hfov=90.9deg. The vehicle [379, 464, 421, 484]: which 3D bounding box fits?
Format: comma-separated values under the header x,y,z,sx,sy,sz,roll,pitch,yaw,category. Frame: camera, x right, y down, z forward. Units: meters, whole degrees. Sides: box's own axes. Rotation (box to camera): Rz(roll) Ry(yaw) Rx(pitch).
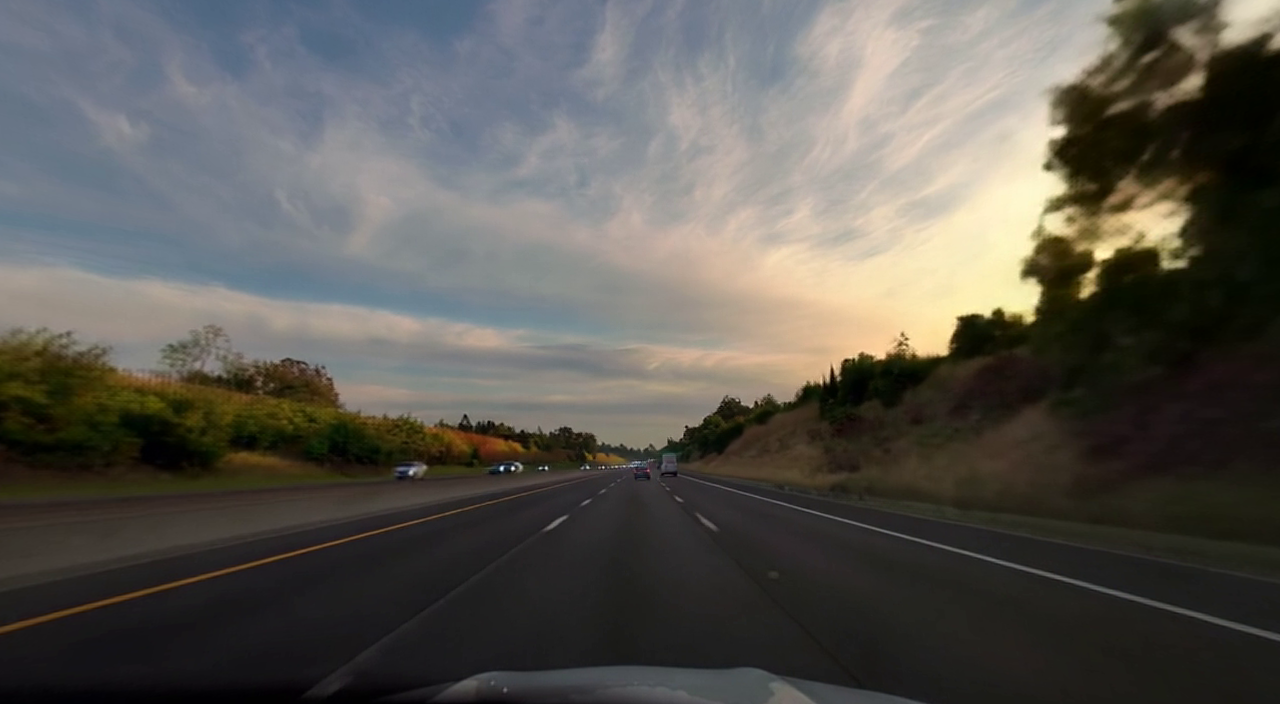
x,y,z,sx,sy,sz,roll,pitch,yaw,category
-18.864,9.604,49.708,1.716,1.454,3.893,1,-10,1,vehicle
